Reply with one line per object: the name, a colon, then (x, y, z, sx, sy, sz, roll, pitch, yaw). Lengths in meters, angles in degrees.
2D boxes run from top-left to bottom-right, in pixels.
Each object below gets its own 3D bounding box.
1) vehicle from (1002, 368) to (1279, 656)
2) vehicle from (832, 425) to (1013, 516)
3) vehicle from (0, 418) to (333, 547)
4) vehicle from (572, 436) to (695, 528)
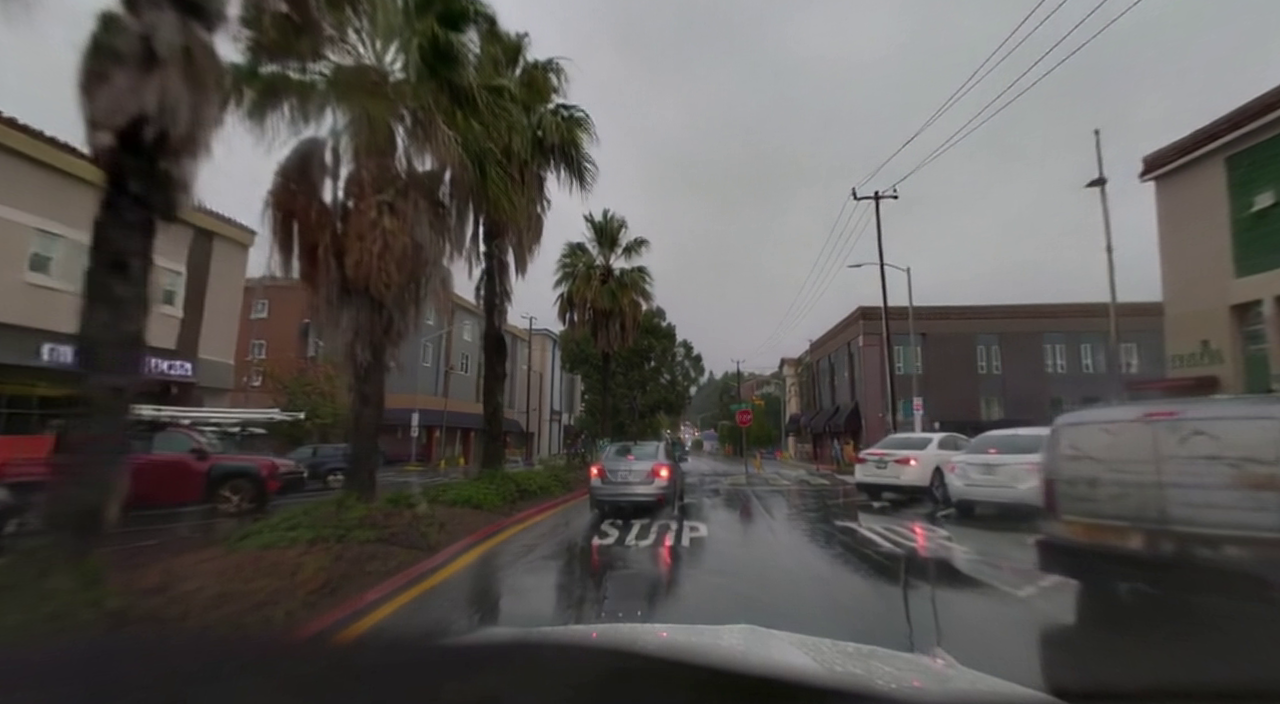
vehicle: (5.602, 1.244, 5.699, 5.021, 1.721, 2.244, 7, -11, -38)
vehicle: (6.358, 2.532, 13.956, 4.623, 1.650, 1.937, 8, -12, -43)
vehicle: (-10.141, 2.363, 12.269, 6.873, 2.051, 2.823, 7, -10, -44)
vehicle: (0.035, 2.435, 12.416, 2.031, 1.479, 3.969, -1, -9, 4)
